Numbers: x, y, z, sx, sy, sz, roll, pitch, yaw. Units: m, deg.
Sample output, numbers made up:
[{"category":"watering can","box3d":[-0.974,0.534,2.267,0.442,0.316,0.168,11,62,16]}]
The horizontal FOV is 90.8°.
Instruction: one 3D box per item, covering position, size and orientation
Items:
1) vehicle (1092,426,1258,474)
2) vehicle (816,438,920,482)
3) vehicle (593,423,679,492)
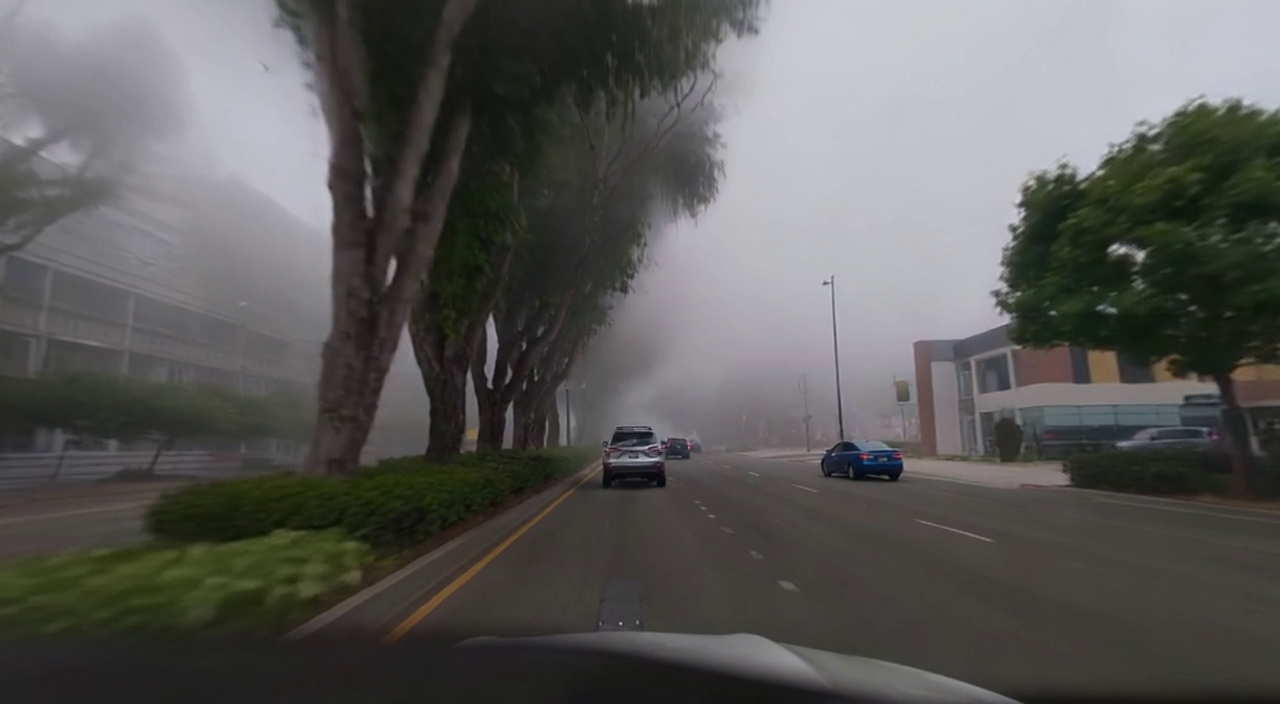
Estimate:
[{"category":"vehicle","box3d":[19.451,3.552,23.102,4.333,1.521,1.824,-2,-7,0]},{"category":"vehicle","box3d":[8.295,3.967,23.508,2.002,1.456,4.631,0,-9,-2]},{"category":"vehicle","box3d":[-0.132,3.111,18.911,2.277,1.816,4.192,0,-9,-1]}]
